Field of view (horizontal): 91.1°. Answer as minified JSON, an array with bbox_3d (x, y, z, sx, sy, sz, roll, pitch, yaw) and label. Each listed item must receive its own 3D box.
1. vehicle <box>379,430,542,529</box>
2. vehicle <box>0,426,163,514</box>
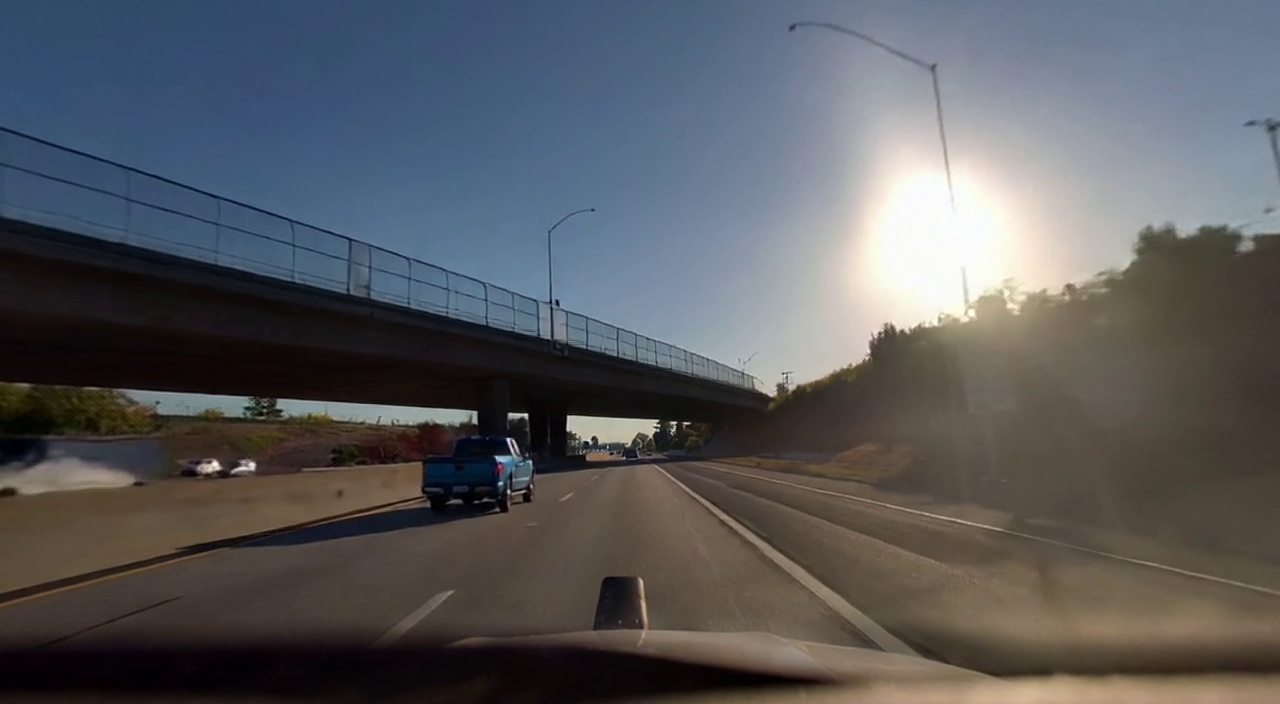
[{"bbox_3d":[-3.516,2.598,13.375,2.152,1.717,4.423,0,-9,0],"label":"vehicle"},{"bbox_3d":[-20.162,3.929,21.371,2.250,2.581,7.167,0,-9,-1],"label":"vehicle"}]
